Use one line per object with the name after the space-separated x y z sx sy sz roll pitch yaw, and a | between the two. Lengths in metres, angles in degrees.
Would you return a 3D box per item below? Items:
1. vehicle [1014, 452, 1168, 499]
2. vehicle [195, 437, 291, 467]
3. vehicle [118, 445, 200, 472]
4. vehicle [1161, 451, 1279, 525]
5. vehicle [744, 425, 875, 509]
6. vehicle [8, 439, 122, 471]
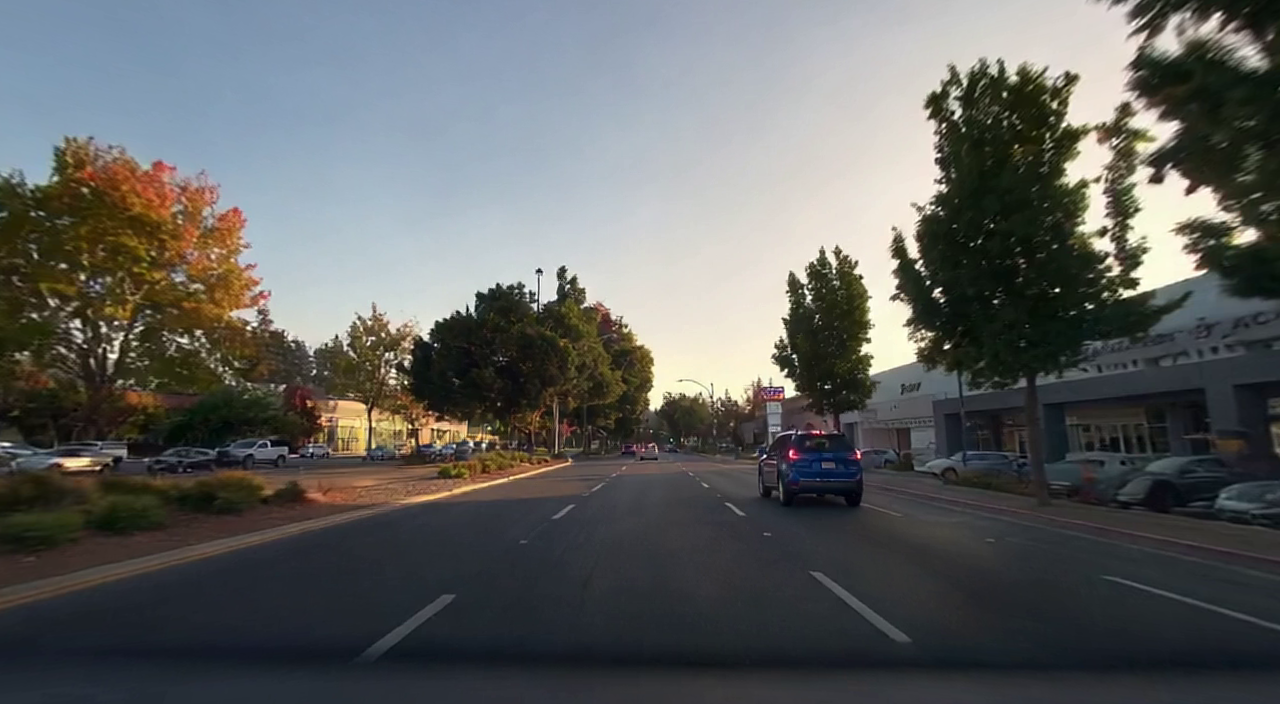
17.691 4.851 24.936 4.433 1.729 2.033 0 -9 3 | vehicle
-28.227 7.123 45.232 2.344 1.946 6.771 -1 -8 2 | vehicle
-31.099 6.881 40.909 1.886 1.606 4.230 0 -8 1 | vehicle
17.175 3.539 16.631 4.813 1.797 2.055 -1 -9 5 | vehicle
4.017 2.803 15.809 2.024 1.773 4.431 0 -8 0 | vehicle
-36.535 6.526 40.302 2.119 1.884 5.390 0 -8 1 | vehicle
